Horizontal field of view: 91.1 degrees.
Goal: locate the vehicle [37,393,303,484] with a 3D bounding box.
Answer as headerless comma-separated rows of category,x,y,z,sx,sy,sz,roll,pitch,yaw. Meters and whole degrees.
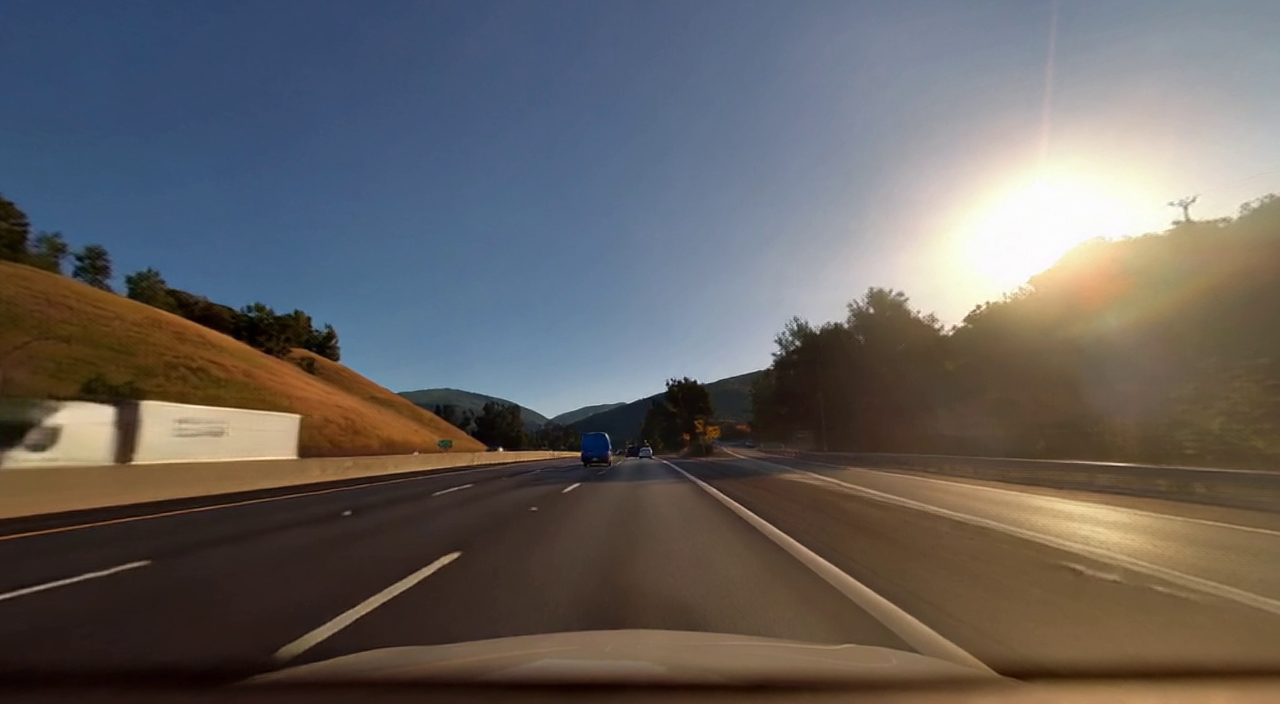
vehicle,-26.126,5.200,37.333,2.883,4.138,16.730,0,-8,0

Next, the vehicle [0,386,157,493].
vehicle,-26.078,3.829,27.298,3.058,4.063,8.617,0,-8,1
